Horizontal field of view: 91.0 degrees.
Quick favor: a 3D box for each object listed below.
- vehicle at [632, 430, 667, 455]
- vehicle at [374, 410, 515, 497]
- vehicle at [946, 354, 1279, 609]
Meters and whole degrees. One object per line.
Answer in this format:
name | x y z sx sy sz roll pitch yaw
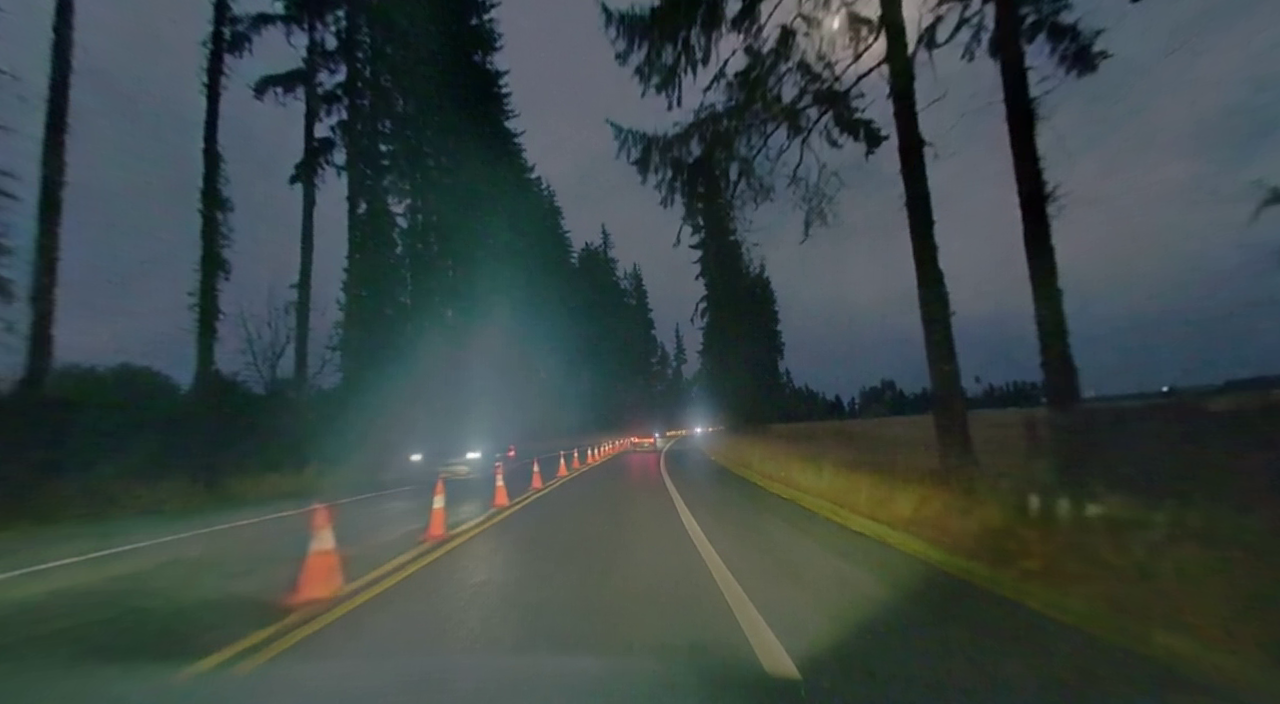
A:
vehicle | 0.659 5.679 39.595 2.042 1.489 3.963 -1 -8 3
vehicle | -4.703 2.545 16.013 2.079 1.880 4.493 0 -8 1
vehicle | 8.161 2.154 10.472 4.566 3.046 2.625 12 -9 -7
